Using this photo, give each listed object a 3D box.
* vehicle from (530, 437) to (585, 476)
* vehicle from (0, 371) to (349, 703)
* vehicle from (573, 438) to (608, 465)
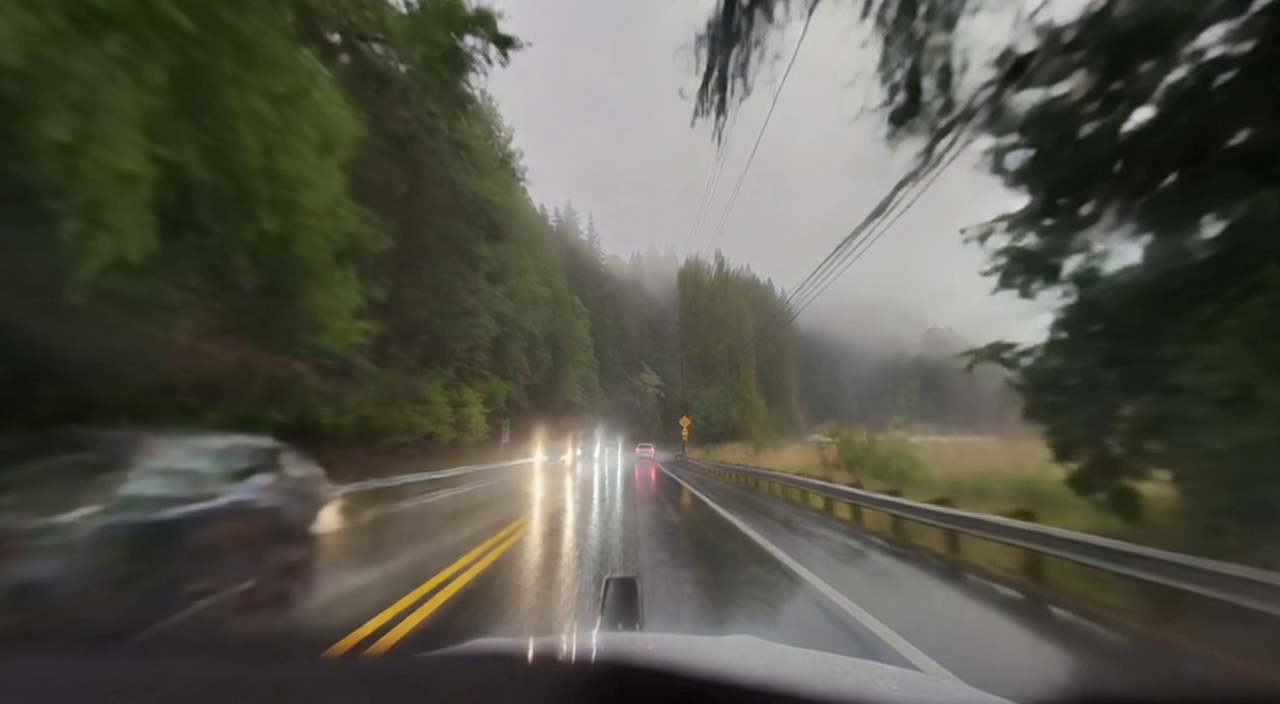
[{"bbox_3d":[-3.894,5.008,30.435,2.013,1.743,4.205,0,-9,0],"label":"vehicle"},{"bbox_3d":[-3.920,1.143,4.037,2.155,1.727,4.142,0,-9,-1],"label":"vehicle"},{"bbox_3d":[-3.599,7.332,46.674,2.120,1.821,4.650,0,-9,1],"label":"vehicle"}]
